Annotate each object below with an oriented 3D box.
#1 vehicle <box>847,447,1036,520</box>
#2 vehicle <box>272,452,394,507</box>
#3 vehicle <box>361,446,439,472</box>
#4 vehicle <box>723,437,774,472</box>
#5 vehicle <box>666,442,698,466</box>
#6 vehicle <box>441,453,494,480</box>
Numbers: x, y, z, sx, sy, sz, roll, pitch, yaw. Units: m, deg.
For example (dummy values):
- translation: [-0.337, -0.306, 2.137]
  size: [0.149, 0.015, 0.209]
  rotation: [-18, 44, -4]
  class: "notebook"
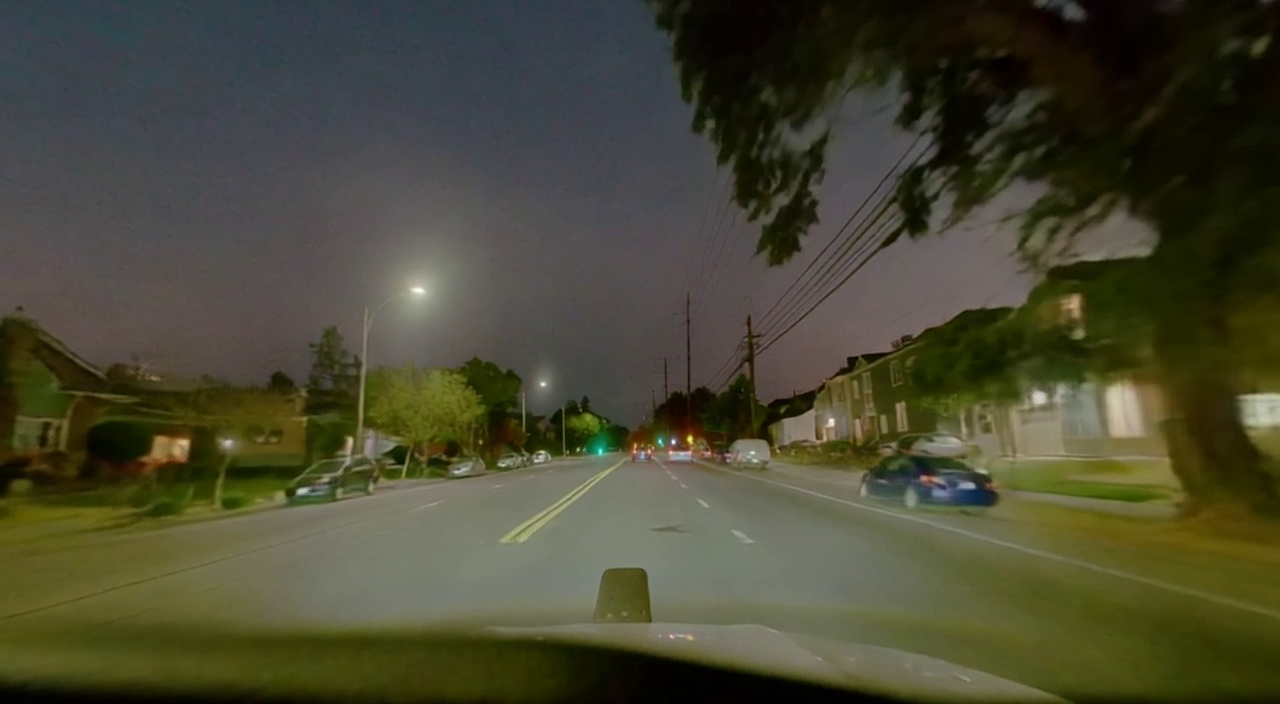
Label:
- translation: [6.708, 2.960, 14.774]
  size: [2.070, 1.428, 4.636]
  rotation: [0, -9, -1]
  class: "vehicle"
- translation: [-10.427, 4.315, 21.866]
  size: [1.965, 1.675, 4.577]
  rotation: [0, -9, -1]
  class: "vehicle"
- translation: [-17.364, 7.735, 45.761]
  size: [4.745, 1.810, 2.197]
  rotation: [0, -9, 2]
  class: "vehicle"
- translation: [6.888, 6.575, 40.656]
  size: [2.274, 2.090, 5.465]
  rotation: [0, -9, 0]
  class: "vehicle"
- translation: [3.170, 7.792, 48.253]
  size: [2.070, 1.765, 4.731]
  rotation: [0, -9, -1]
  class: "vehicle"
- translation: [-10.454, 6.968, 38.545]
  size: [1.896, 1.495, 4.425]
  rotation: [0, -9, 2]
  class: "vehicle"
